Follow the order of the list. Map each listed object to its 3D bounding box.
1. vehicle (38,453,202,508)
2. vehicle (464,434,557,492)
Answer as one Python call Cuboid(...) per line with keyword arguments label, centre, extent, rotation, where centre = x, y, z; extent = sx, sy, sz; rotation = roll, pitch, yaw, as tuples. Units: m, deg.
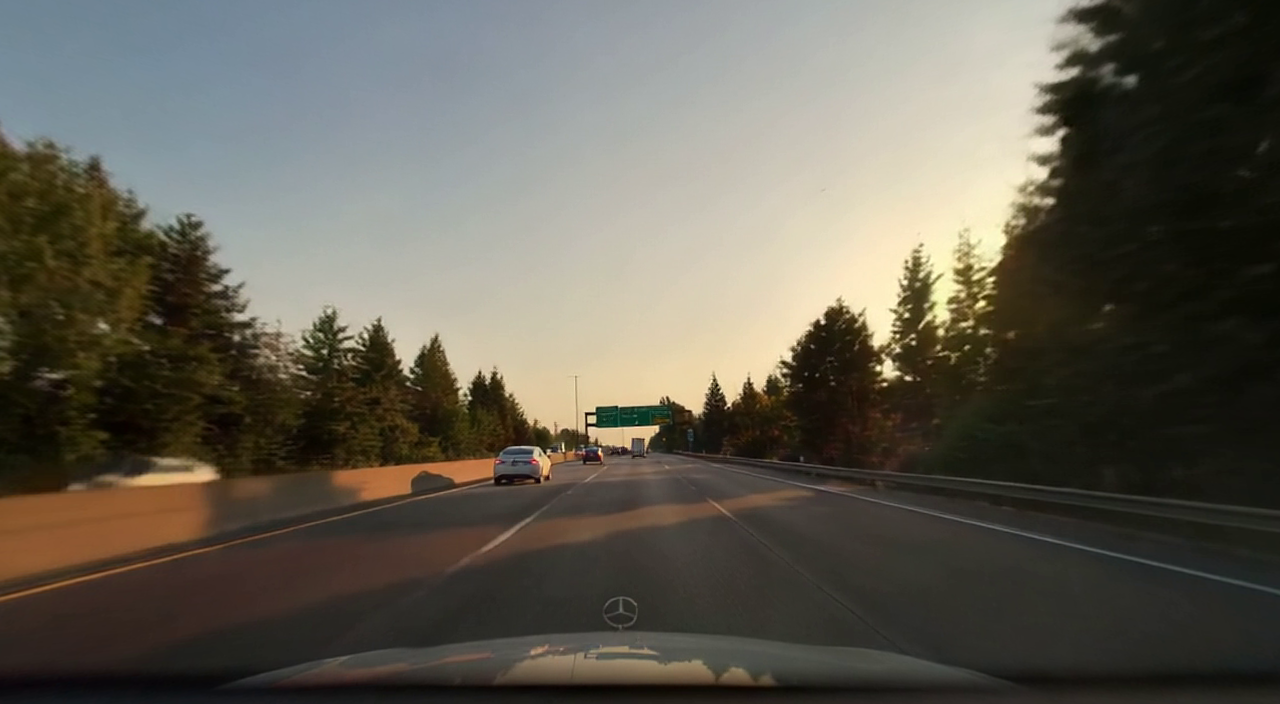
Cuboid(label="vehicle", centre=(-17.094, 4.190, 20.941), extent=(1.874, 1.560, 4.205), rotation=(-1, -9, 0))
Cuboid(label="vehicle", centre=(-4.109, 3.611, 20.686), extent=(2.151, 1.693, 4.201), rotation=(-1, -9, 0))
